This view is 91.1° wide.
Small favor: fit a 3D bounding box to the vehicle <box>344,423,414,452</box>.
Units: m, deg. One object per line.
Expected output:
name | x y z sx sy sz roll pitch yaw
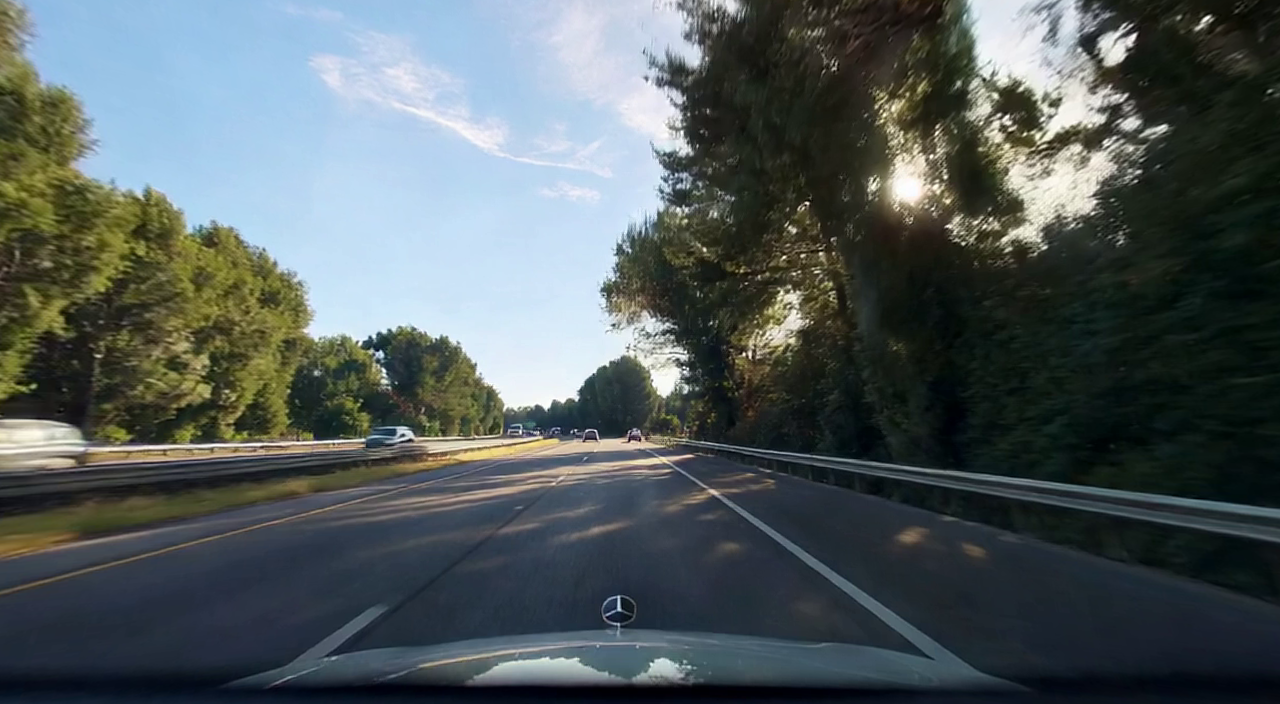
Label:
vehicle | -14.287 4.733 34.695 2.055 1.481 4.316 0 -8 -1
